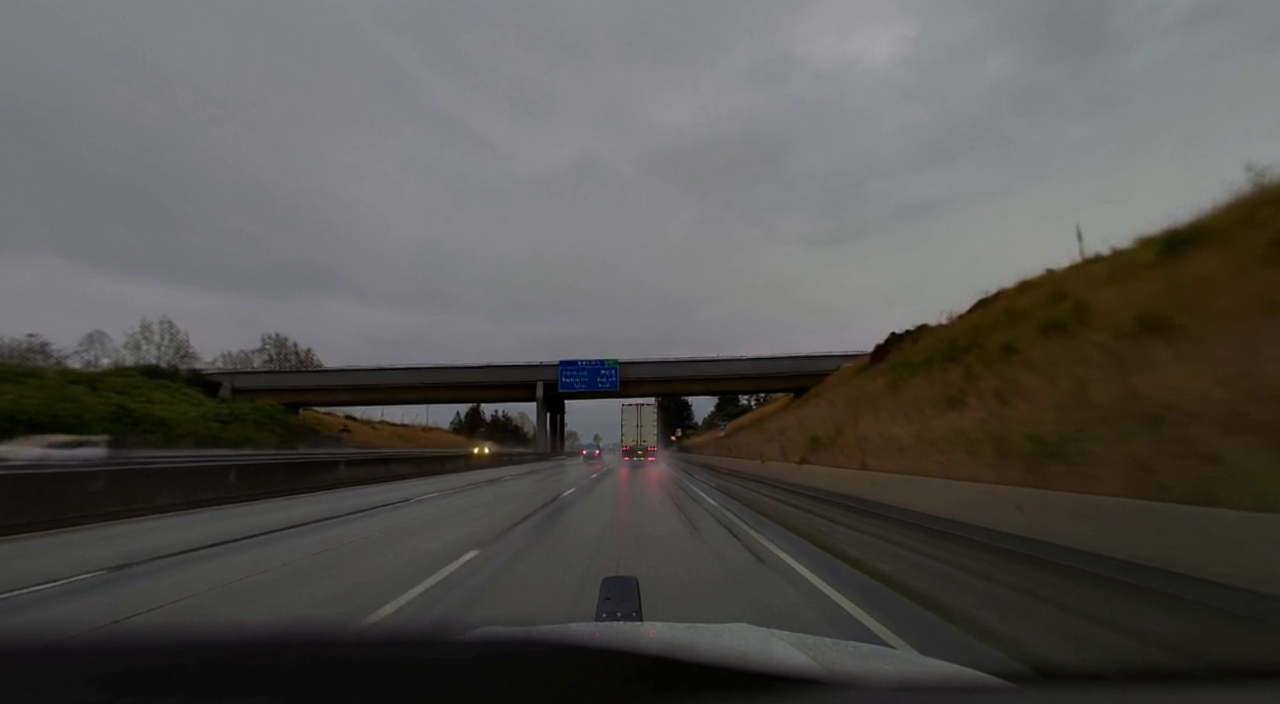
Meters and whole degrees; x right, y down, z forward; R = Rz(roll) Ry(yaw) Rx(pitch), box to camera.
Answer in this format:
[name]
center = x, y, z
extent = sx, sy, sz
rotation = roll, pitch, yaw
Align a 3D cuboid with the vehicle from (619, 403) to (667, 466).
[vehicle]
center = 0.167, 6.201, 46.438
extent = 3.033, 3.985, 12.383
rotation = 0, -9, 0
